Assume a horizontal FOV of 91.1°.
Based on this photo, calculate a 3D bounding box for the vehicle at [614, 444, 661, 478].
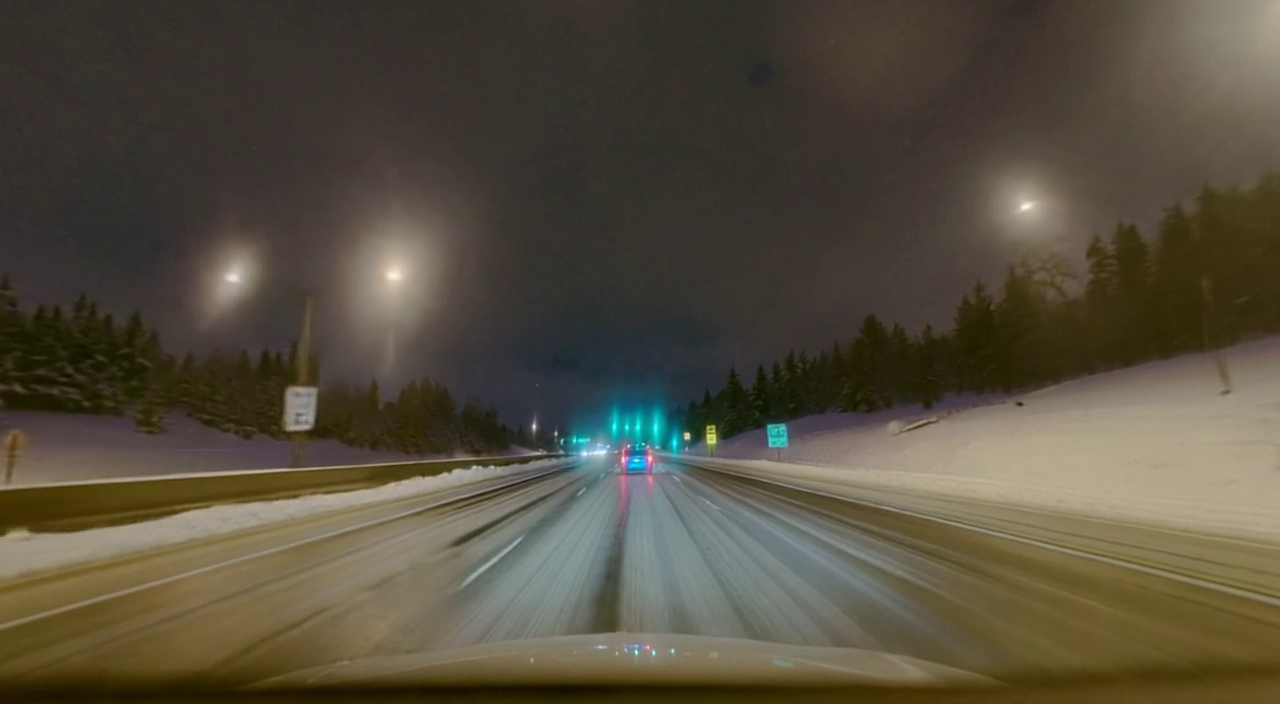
[{"bbox_3d":[-0.124,5.155,29.924,2.055,1.501,4.321,0,-9,-1],"label":"vehicle"}]
